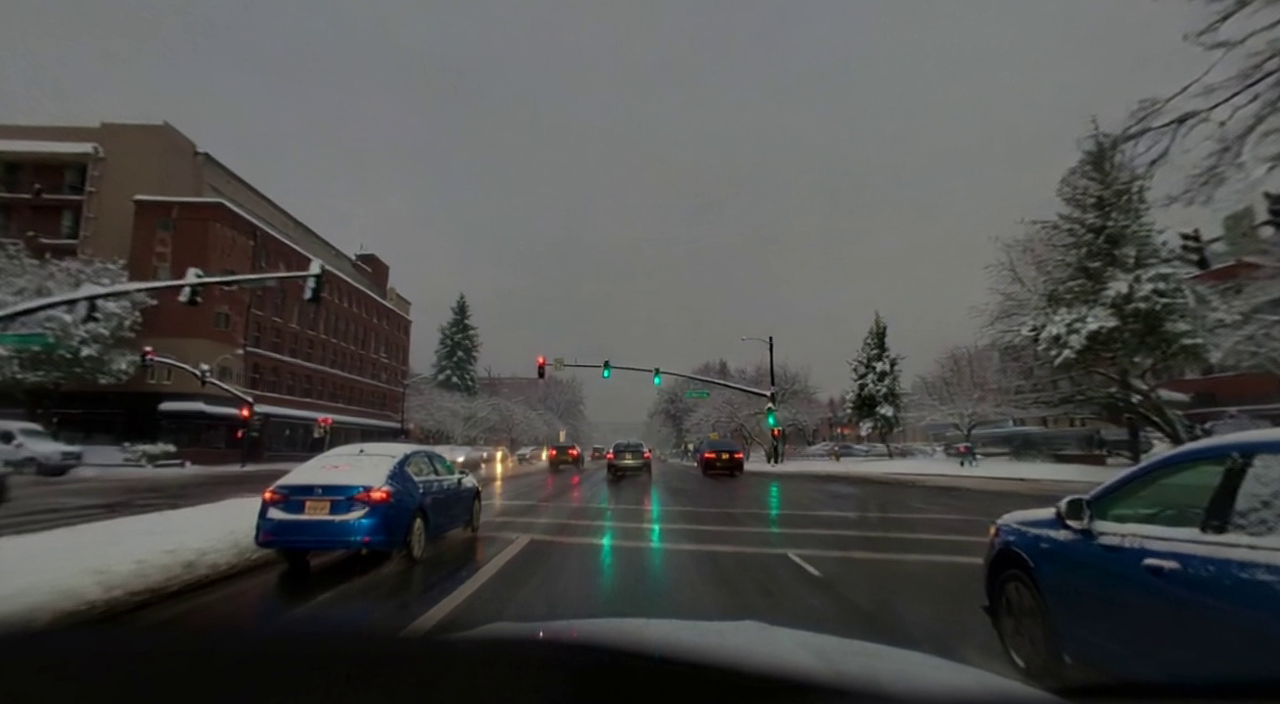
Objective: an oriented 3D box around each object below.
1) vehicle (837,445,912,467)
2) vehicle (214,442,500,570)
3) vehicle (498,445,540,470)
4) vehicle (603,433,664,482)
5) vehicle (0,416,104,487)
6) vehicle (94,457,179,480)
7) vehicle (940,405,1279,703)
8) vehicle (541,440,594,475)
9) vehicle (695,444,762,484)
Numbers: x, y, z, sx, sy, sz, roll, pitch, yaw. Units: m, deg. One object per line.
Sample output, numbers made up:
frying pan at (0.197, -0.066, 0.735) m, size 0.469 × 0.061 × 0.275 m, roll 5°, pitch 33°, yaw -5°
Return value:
vehicle at (16.209, 7.216, 43.741) m, size 4.407 × 1.492 × 1.930 m, roll 0°, pitch -8°, yaw 2°
vehicle at (-3.551, 1.976, 8.903) m, size 2.115 × 1.369 × 3.908 m, roll 0°, pitch -8°, yaw 2°
vehicle at (-8.766, 7.643, 46.009) m, size 2.059 × 1.559 × 4.709 m, roll -4°, pitch -8°, yaw 1°
vehicle at (-0.245, 4.436, 26.784) m, size 2.361 × 1.898 × 4.465 m, roll 0°, pitch -8°, yaw 0°
vehicle at (-35.049, 5.185, 33.147) m, size 12.467 × 3.385 × 3.314 m, roll -2°, pitch -9°, yaw 13°
vehicle at (-36.616, 8.465, 45.949) m, size 4.458 × 1.494 × 1.849 m, roll 4°, pitch -9°, yaw -26°
vehicle at (3.137, 0.938, 2.171) m, size 2.052 × 1.475 × 4.540 m, roll 0°, pitch -8°, yaw 1°
vehicle at (-3.624, 5.342, 32.235) m, size 2.130 × 1.645 × 3.995 m, roll 0°, pitch -8°, yaw 1°
vehicle at (3.500, 4.493, 25.699) m, size 2.058 × 1.472 × 4.317 m, roll 0°, pitch -8°, yaw 0°
